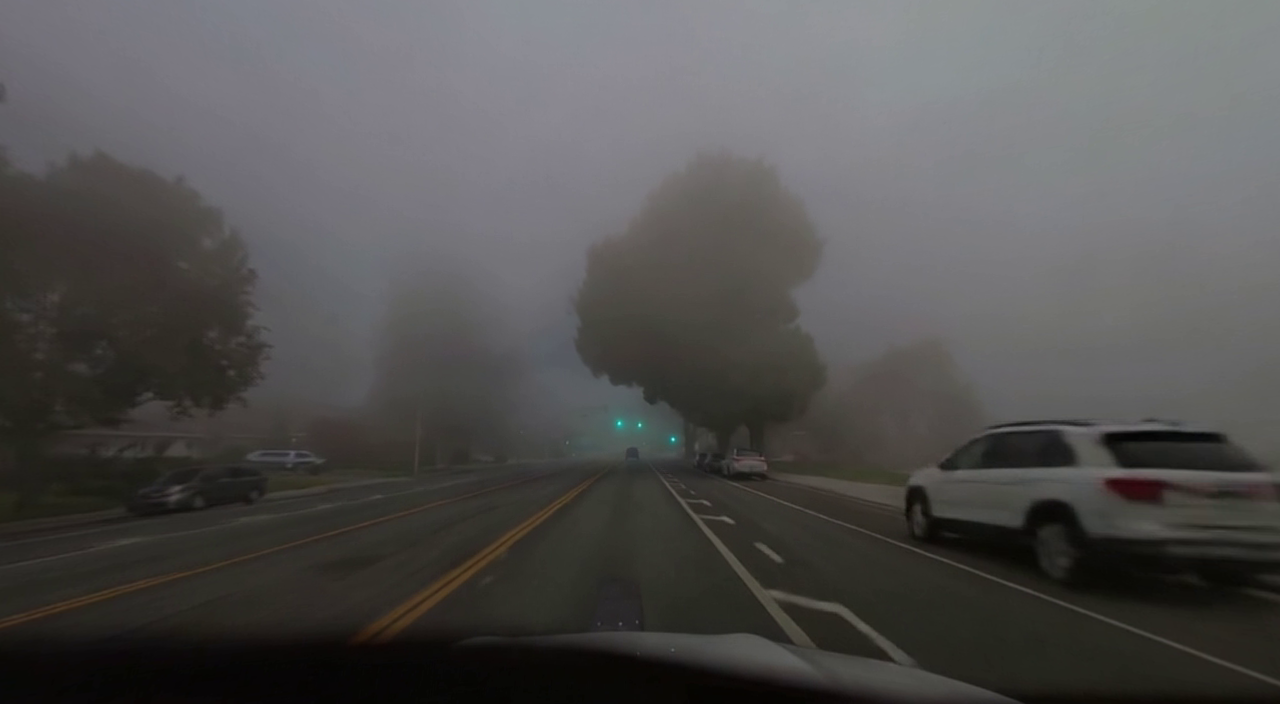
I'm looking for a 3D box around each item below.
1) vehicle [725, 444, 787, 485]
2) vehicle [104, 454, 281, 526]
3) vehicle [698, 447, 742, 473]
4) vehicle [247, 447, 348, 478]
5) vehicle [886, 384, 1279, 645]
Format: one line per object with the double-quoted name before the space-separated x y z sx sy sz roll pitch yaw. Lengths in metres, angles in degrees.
"vehicle" 4.766 4.639 26.329 1.875 1.540 3.402 0 -9 -1
"vehicle" -12.304 3.770 17.806 1.939 1.537 4.197 -3 -7 0
"vehicle" 4.673 6.402 37.775 2.065 1.463 4.814 0 -8 1
"vehicle" -20.944 6.756 38.806 4.931 1.801 2.142 0 -9 -1
"vehicle" 4.739 1.468 6.817 2.180 1.782 4.790 0 -9 -1
